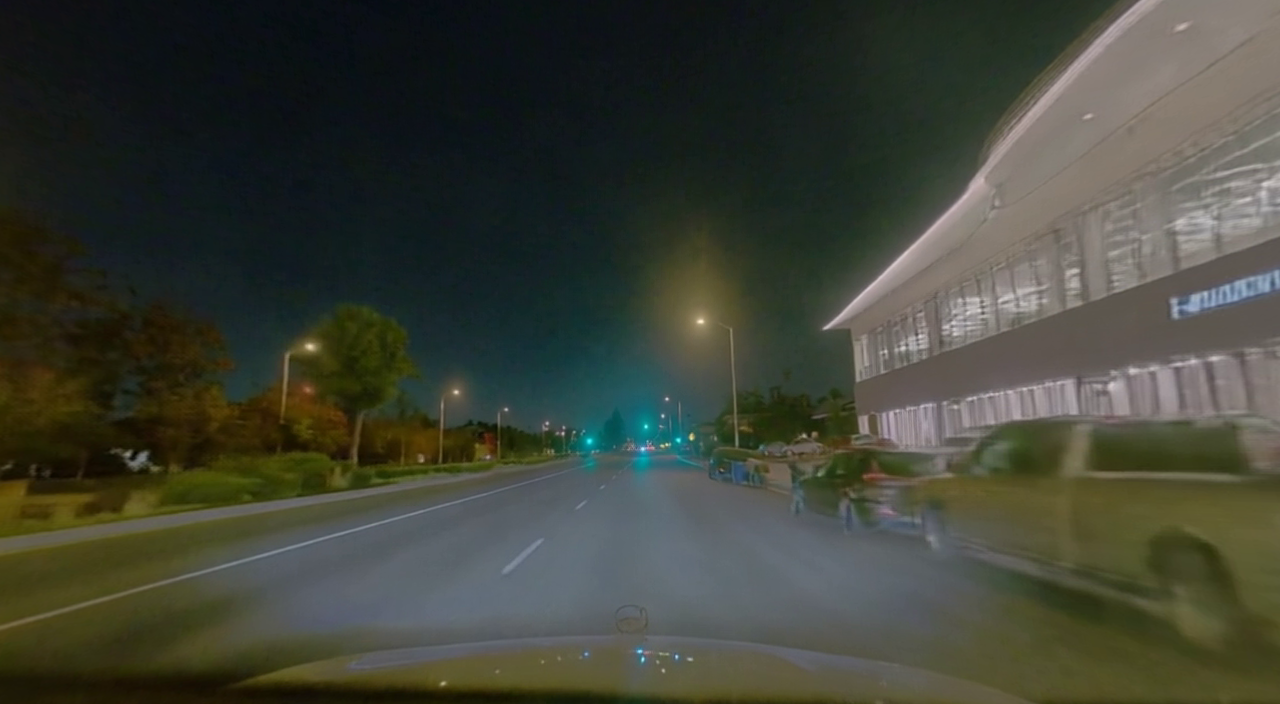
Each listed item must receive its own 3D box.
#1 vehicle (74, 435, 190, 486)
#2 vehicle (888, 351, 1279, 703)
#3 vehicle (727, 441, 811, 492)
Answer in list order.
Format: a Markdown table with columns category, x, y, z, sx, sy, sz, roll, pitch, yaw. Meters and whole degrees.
| category | x | y | z | sx | sy | sz | roll | pitch | yaw |
| --- | --- | --- | --- | --- | --- | --- | --- | --- | --- |
| vehicle | -36.069 | 7.673 | 45.118 | 2.736 | 3.317 | 6.453 | 0 | -8 | 0 |
| vehicle | 3.965 | 1.173 | 4.775 | 2.078 | 1.771 | 5.174 | 0 | -8 | 0 |
| vehicle | 4.451 | 4.004 | 22.583 | 1.962 | 1.590 | 5.179 | 0 | -8 | 1 |
